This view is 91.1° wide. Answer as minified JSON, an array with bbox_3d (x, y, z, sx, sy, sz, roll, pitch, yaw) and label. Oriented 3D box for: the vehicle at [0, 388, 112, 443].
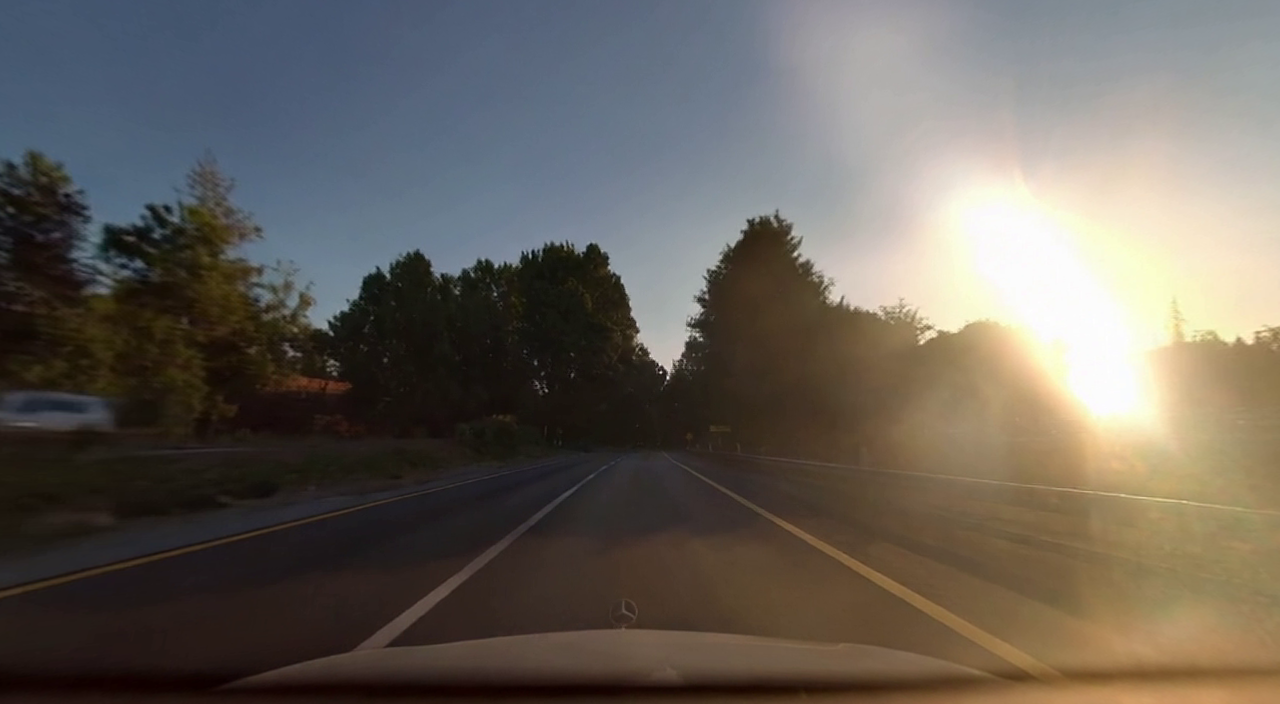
[{"bbox_3d":[-19.800,2.098,20.111,1.846,1.589,4.483,0,-8,0],"label":"vehicle"}]
